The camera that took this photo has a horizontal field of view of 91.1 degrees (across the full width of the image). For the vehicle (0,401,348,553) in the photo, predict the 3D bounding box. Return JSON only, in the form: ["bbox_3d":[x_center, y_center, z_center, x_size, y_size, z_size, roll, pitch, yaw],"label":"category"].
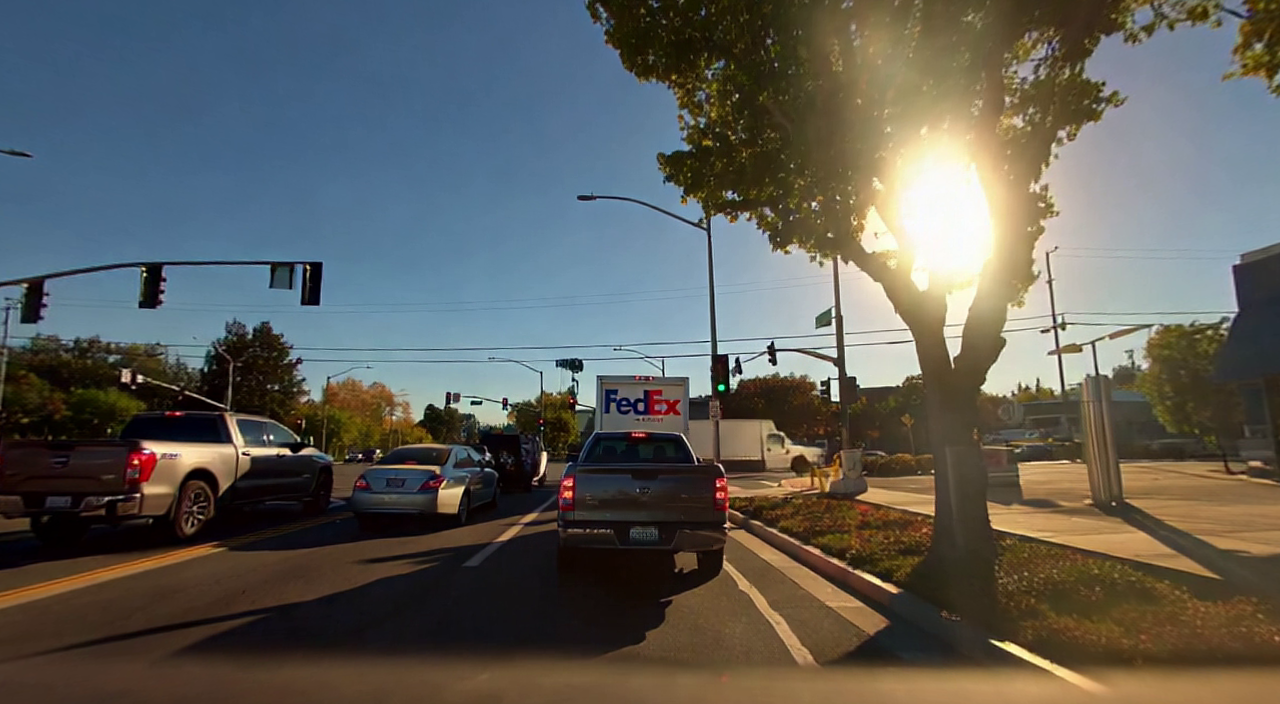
[{"bbox_3d":[-7.300,1.981,10.718,2.125,1.893,5.498,0,-9,-2],"label":"vehicle"}]

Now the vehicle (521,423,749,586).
[{"bbox_3d":[-0.047,1.764,8.124,2.145,1.513,4.269,0,-9,0],"label":"vehicle"}]

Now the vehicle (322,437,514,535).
[{"bbox_3d":[-3.878,2.398,11.923,1.949,1.487,4.390,0,-9,1],"label":"vehicle"}]
